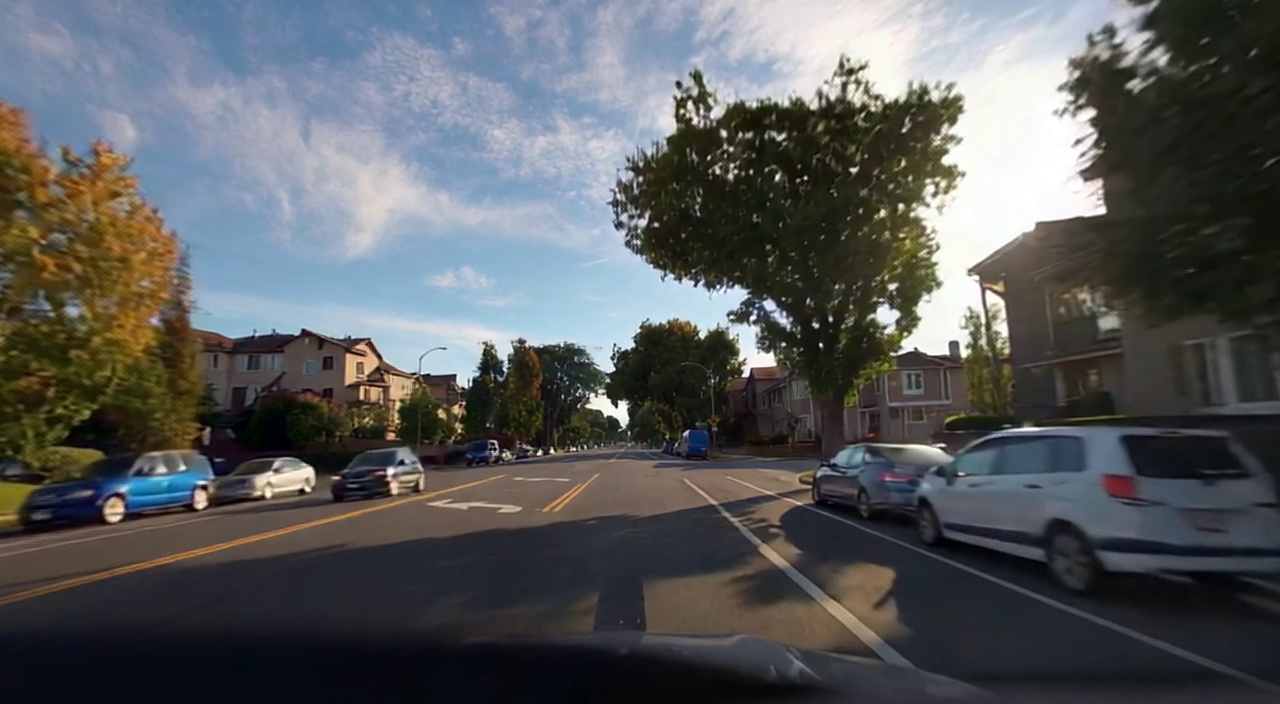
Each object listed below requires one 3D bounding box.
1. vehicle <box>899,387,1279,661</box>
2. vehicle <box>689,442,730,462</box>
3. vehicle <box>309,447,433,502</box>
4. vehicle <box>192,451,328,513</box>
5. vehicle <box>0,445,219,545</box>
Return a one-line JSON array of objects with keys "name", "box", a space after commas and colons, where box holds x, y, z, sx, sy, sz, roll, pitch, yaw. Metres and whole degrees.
[{"name": "vehicle", "box": [4.807, 1.471, 6.600, 2.139, 1.780, 4.817, 0, -8, 0]}, {"name": "vehicle", "box": [5.254, 7.602, 48.294, 1.848, 1.468, 4.332, 2, -9, -13]}, {"name": "vehicle", "box": [-8.024, 3.650, 19.343, 1.952, 1.477, 4.128, 0, -8, 0]}, {"name": "vehicle", "box": [-12.458, 4.239, 21.160, 1.920, 1.629, 4.599, -2, -8, -3]}, {"name": "vehicle", "box": [-12.490, 3.197, 14.867, 2.036, 1.819, 4.626, -3, -7, -1]}]
